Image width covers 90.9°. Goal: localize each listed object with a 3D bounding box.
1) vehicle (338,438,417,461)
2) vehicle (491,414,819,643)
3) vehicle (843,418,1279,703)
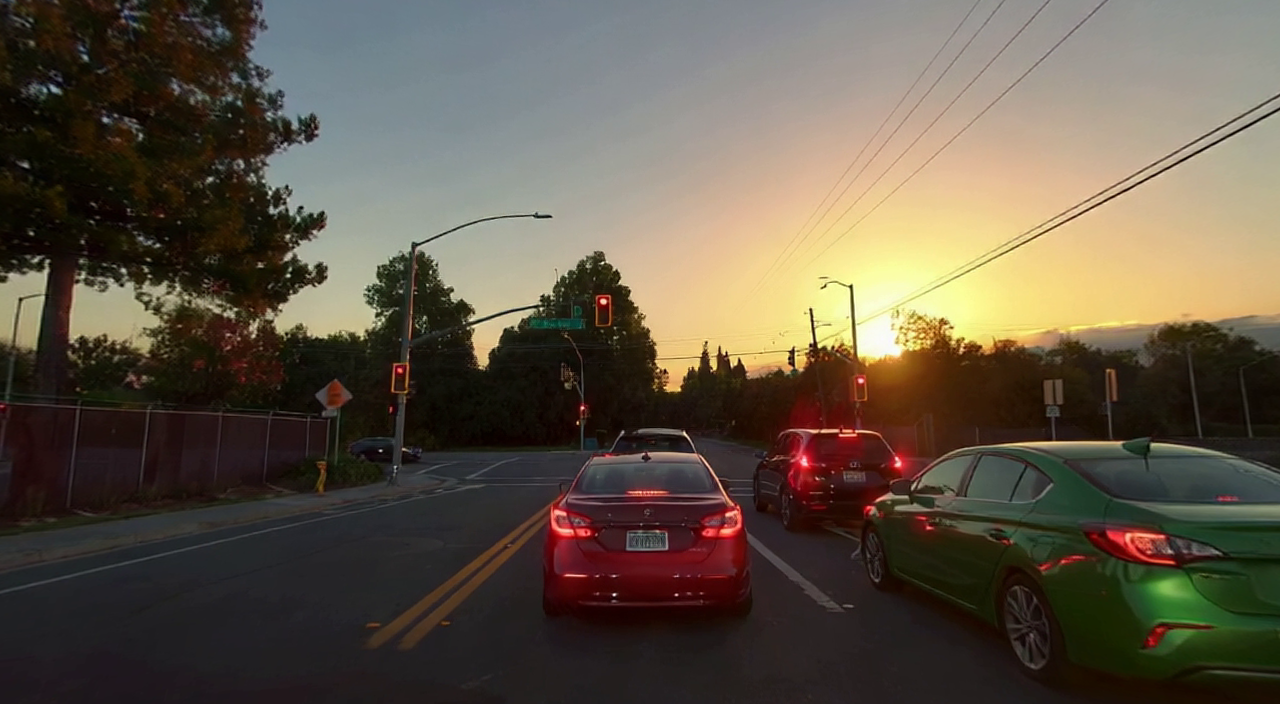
[{"bbox_3d":[-17.236,6.413,41.467,4.406,1.458,1.892,-1,-8,7],"label":"vehicle"},{"bbox_3d":[0.066,1.495,6.440,2.170,1.497,4.369,0,-8,-1],"label":"vehicle"},{"bbox_3d":[3.081,1.243,4.137,2.027,1.432,4.431,0,-8,0],"label":"vehicle"}]
